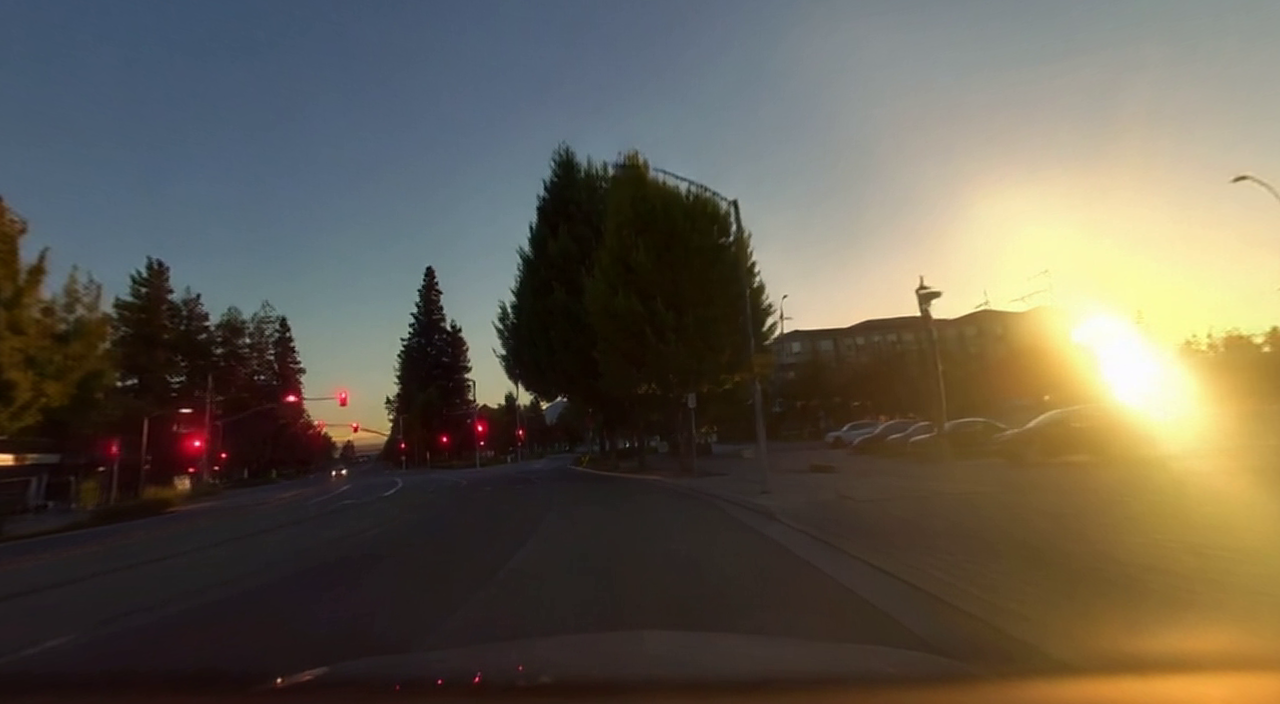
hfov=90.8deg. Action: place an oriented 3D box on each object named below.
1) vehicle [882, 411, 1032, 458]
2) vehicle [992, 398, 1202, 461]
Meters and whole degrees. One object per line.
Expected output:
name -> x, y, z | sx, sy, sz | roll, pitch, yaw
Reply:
vehicle -> 11.269, 2.966, 22.573 | 4.400, 1.584, 1.964 | 1, -9, -11
vehicle -> 12.341, 2.145, 17.239 | 4.332, 1.581, 2.028 | 1, -9, -9
